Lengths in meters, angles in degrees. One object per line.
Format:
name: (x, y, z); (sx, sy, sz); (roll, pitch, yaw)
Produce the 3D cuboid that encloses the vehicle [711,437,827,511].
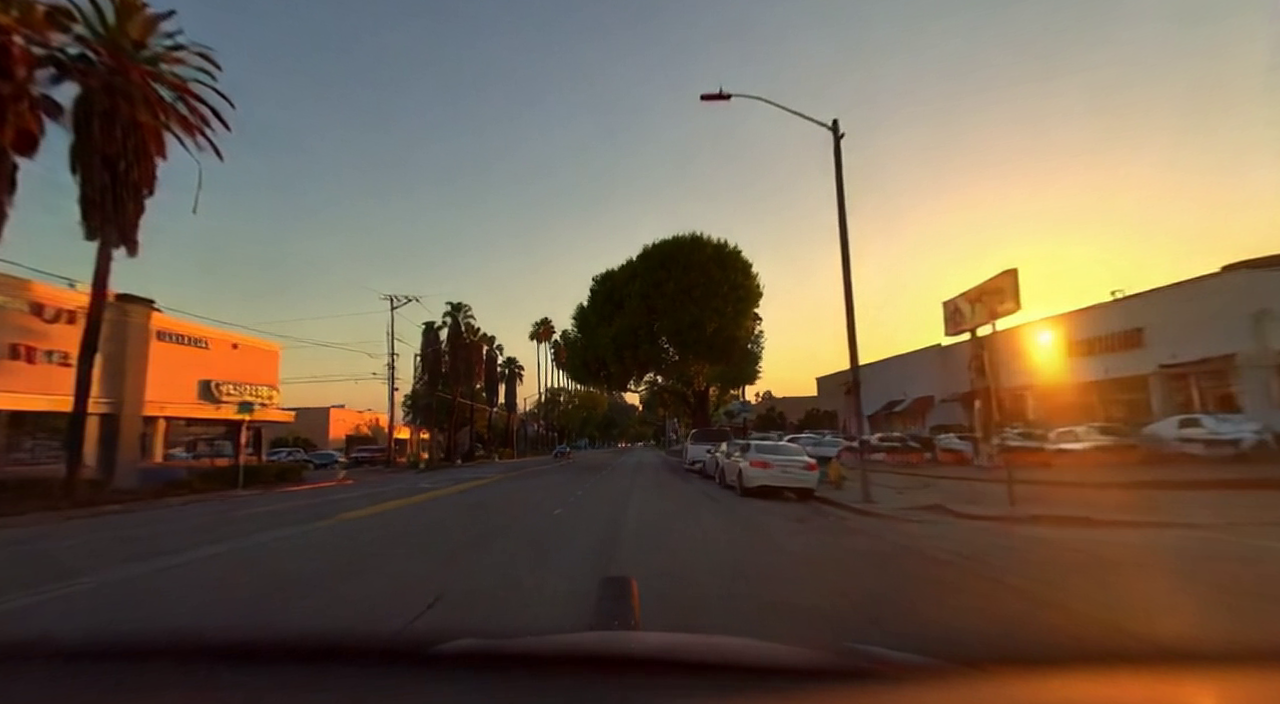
vehicle: (3.123, 3.064, 16.324); (2.046, 1.588, 4.508); (0, -9, 0)
